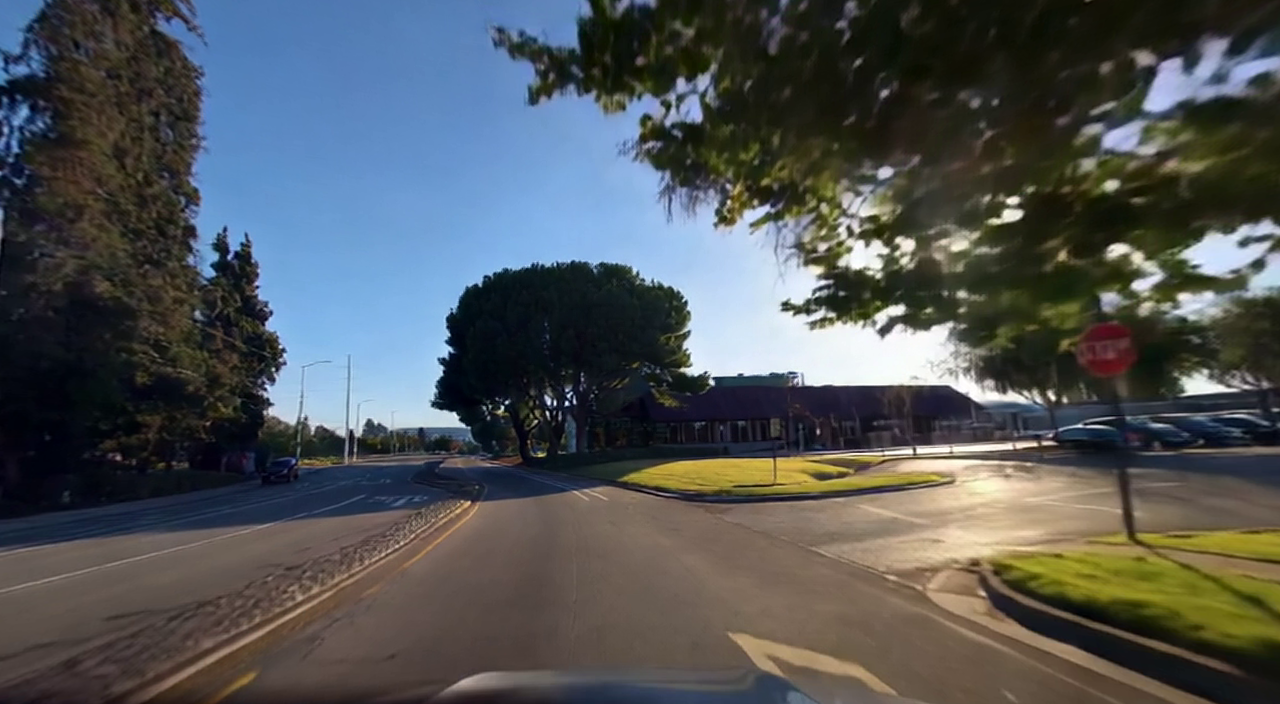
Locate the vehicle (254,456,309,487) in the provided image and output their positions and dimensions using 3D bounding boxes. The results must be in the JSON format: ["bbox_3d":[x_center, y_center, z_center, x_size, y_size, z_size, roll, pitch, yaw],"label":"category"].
[{"bbox_3d":[-21.678,7.280,38.178,1.952,1.632,4.200,1,-12,-17],"label":"vehicle"}]
